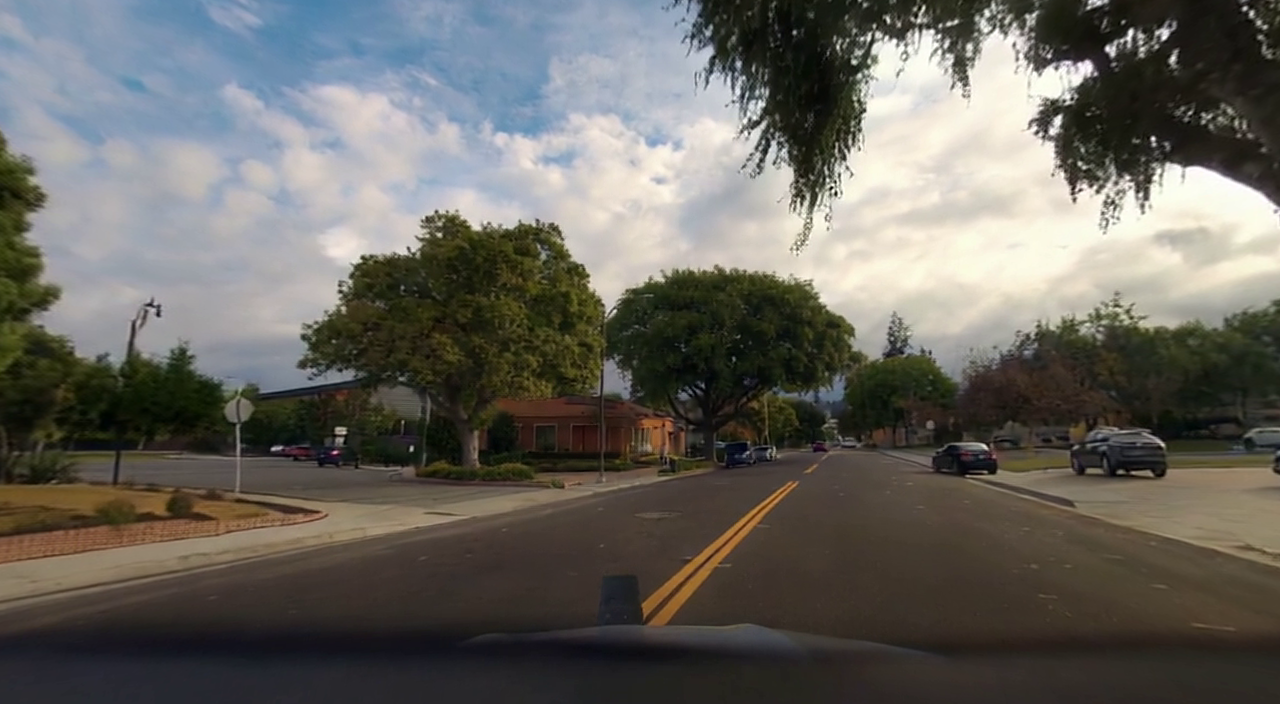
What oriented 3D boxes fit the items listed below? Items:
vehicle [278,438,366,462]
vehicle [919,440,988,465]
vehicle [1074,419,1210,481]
[{"bbox_3d":[-21.699,6.697,43.103,4.814,1.609,2.197,-1,-9,1],"label":"vehicle"},{"bbox_3d":[23.682,7.575,47.731,4.277,1.740,2.097,-2,-8,15],"label":"vehicle"},{"bbox_3d":[16.708,3.301,21.309,2.018,1.840,4.662,-3,-9,19],"label":"vehicle"}]
